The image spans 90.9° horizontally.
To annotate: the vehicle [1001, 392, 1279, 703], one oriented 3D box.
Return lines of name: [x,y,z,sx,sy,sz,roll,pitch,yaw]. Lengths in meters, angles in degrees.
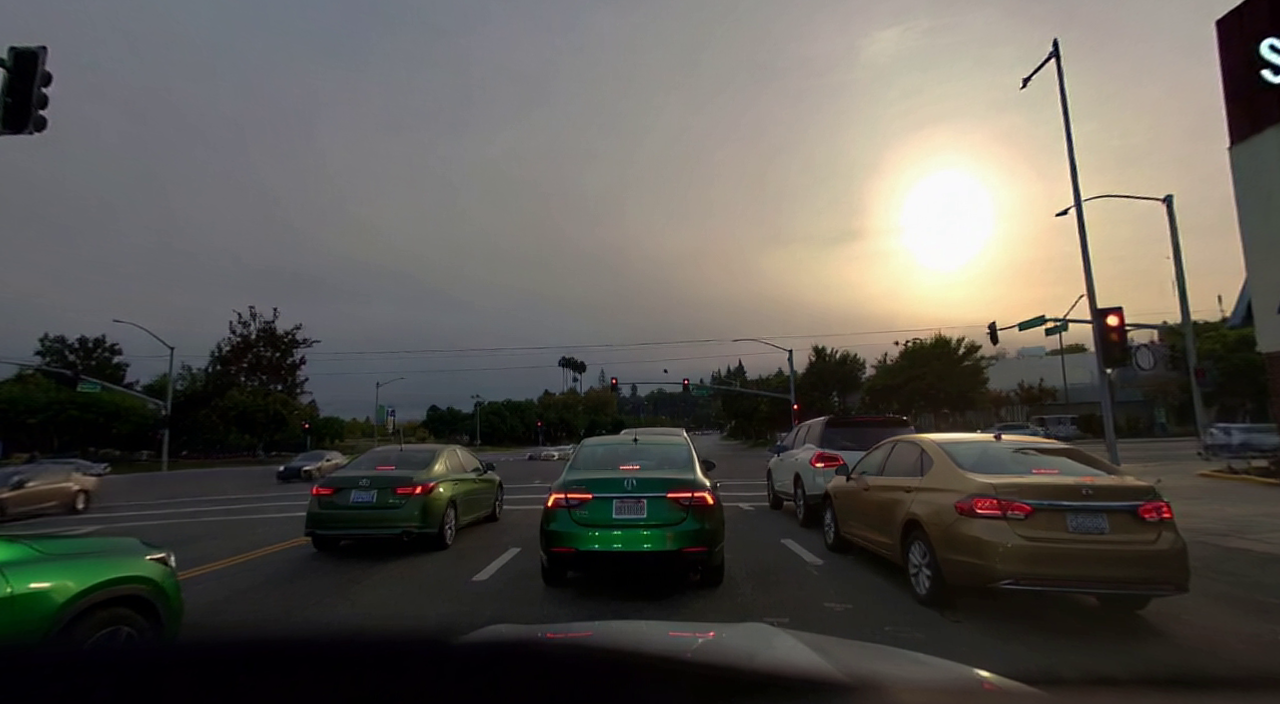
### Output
vehicle: [3.939,0.969,3.104,1.800,1.519,4.198,0,-8,0]

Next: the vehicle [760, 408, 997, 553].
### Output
vehicle: [3.307,1.868,9.821,1.992,1.744,4.183,0,-8,-1]

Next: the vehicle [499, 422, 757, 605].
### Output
vehicle: [-0.129,1.649,7.373,2.140,1.499,4.119,0,-8,-1]

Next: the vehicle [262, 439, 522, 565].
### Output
vehicle: [-3.300,2.068,9.539,1.995,1.436,4.373,-1,-8,2]

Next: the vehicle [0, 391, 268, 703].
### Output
vehicle: [-3.480,0.849,1.838,2.016,1.547,4.414,0,-8,1]
